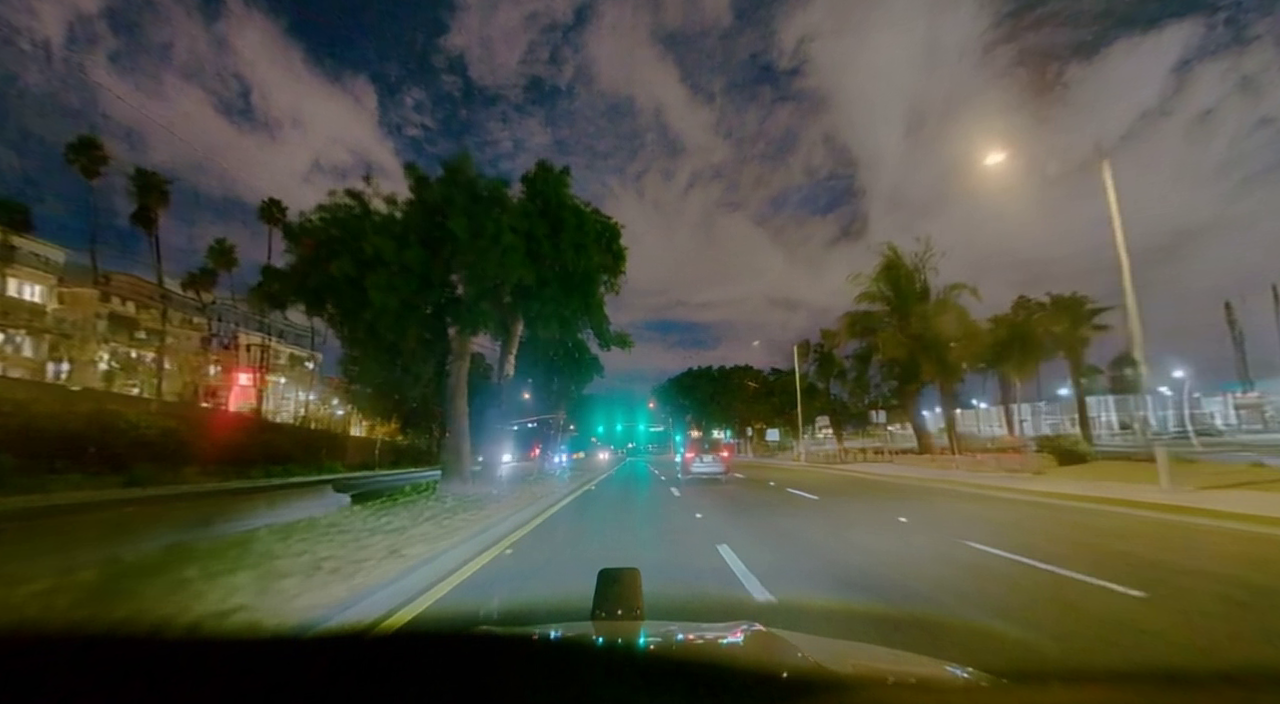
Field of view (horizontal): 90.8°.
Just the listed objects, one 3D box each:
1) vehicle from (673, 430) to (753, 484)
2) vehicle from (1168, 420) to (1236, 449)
[{"bbox_3d":[2.890,4.390,26.568,2.559,2.017,5.562,0,-9,-1],"label":"vehicle"},{"bbox_3d":[35.150,5.233,39.659,2.287,1.669,4.382,-6,-10,31],"label":"vehicle"}]
